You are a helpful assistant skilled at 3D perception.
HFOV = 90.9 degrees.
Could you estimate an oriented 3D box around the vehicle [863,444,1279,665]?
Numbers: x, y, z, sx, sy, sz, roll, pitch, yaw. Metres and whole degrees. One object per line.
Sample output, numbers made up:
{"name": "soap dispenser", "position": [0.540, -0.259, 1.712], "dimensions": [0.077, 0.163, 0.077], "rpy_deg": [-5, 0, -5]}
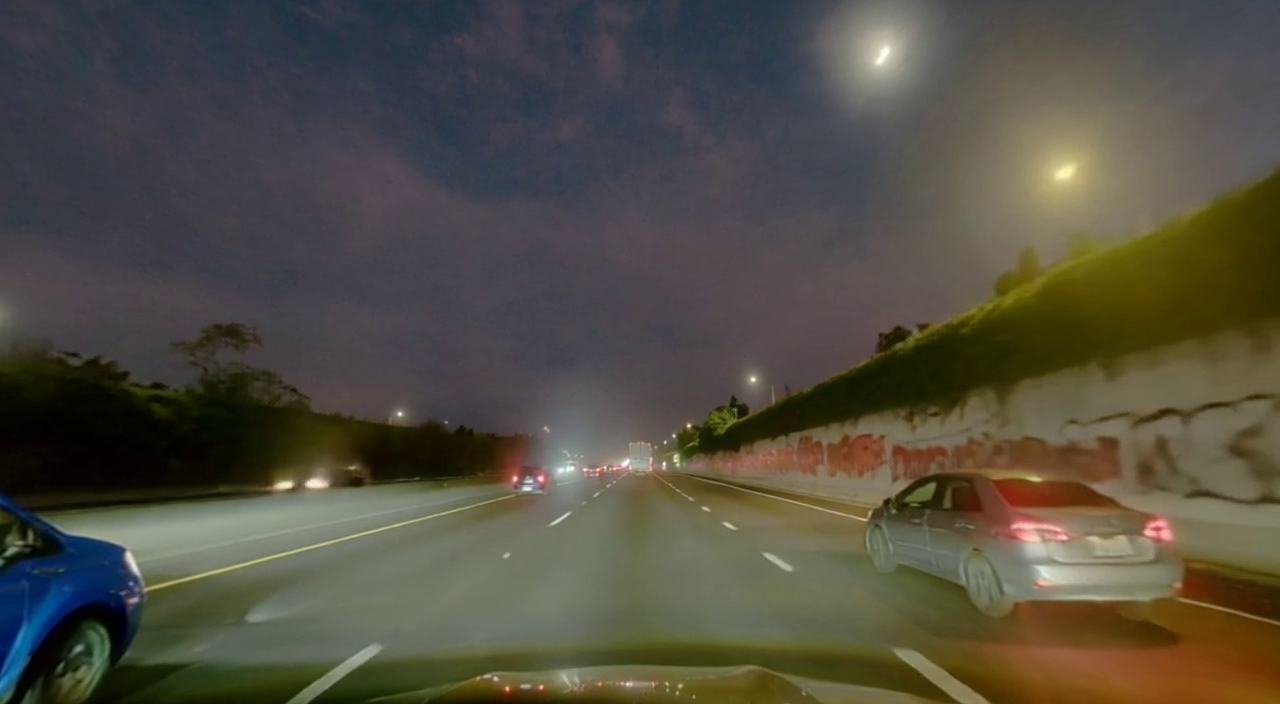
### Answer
{"name": "vehicle", "position": [4.039, 1.764, 6.433], "dimensions": [1.917, 1.458, 4.199], "rpy_deg": [1, -10, -1]}

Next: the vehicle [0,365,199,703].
{"name": "vehicle", "position": [-3.386, 0.618, 1.050], "dimensions": [2.004, 1.610, 4.508], "rpy_deg": [1, -10, 0]}

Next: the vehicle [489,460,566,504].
{"name": "vehicle", "position": [-4.028, 4.760, 23.324], "dimensions": [2.054, 1.443, 4.131], "rpy_deg": [1, -10, 0]}

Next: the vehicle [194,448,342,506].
{"name": "vehicle", "position": [-12.859, 4.389, 22.279], "dimensions": [2.152, 1.779, 4.964], "rpy_deg": [1, -10, 0]}
